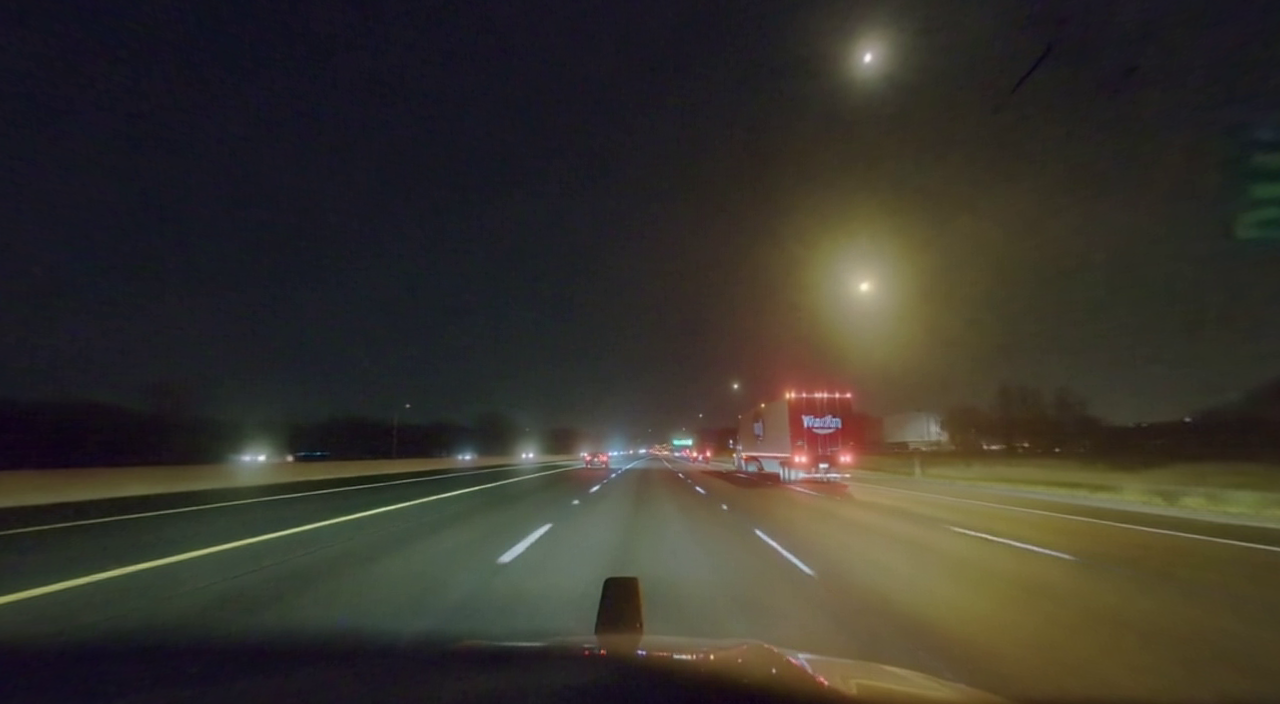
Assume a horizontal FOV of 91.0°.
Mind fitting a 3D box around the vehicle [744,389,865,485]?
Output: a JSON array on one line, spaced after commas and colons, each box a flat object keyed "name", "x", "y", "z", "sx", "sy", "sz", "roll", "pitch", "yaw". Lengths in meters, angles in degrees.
[{"name": "vehicle", "x": 8.442, "y": 4.847, "z": 35.234, "sx": 2.912, "sy": 4.143, "sz": 15.538, "roll": 0, "pitch": -9, "yaw": 1}]

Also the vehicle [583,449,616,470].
[{"name": "vehicle", "x": -3.066, "y": 8.236, "z": 48.445, "sx": 2.164, "sy": 1.507, "sz": 4.748, "roll": 0, "pitch": -9, "yaw": 1}]
